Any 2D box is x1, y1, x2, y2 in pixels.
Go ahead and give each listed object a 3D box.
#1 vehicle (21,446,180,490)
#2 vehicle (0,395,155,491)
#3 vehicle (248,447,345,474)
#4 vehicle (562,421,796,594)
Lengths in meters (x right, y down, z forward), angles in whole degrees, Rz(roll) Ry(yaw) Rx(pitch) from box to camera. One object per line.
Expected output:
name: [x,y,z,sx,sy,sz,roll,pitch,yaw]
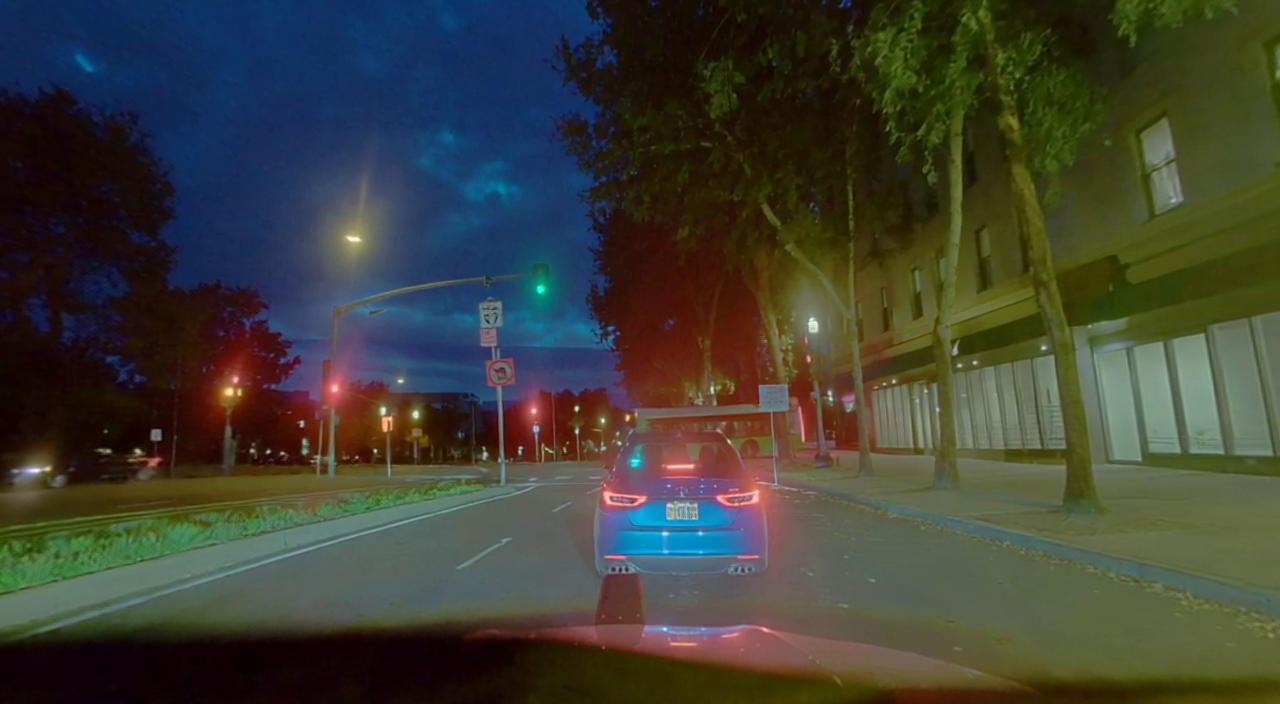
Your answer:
vehicle: [-22.122,4.723,26.183,1.892,1.645,4.561,-3,-9,20]
vehicle: [-25.949,3.643,25.324,2.692,3.685,10.153,-3,-9,20]
vehicle: [-20.291,6.379,37.590,1.883,1.461,4.830,-4,-9,23]
vehicle: [0.372,1.622,7.394,2.006,1.470,3.799,0,-8,1]
